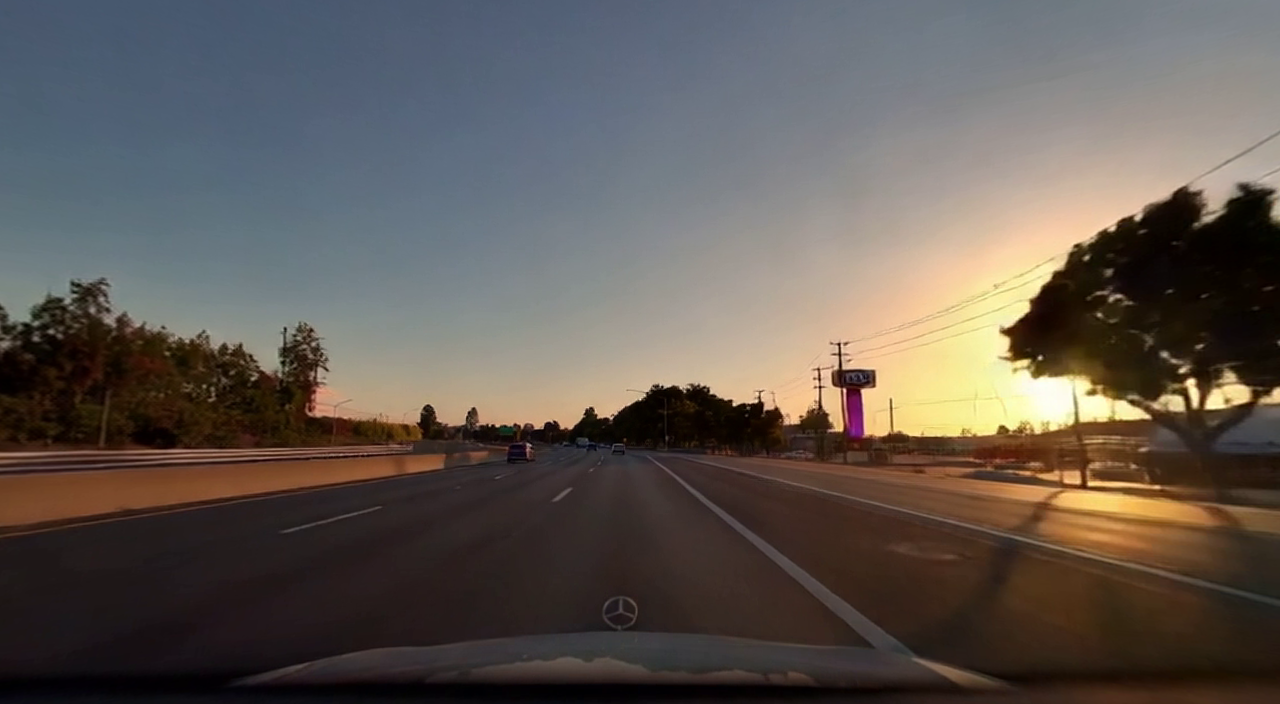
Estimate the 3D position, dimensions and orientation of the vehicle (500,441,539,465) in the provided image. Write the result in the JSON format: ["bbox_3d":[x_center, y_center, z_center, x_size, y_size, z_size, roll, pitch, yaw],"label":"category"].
[{"bbox_3d":[-8.702,7.313,45.898,2.053,1.682,4.423,0,-8,-1],"label":"vehicle"}]
